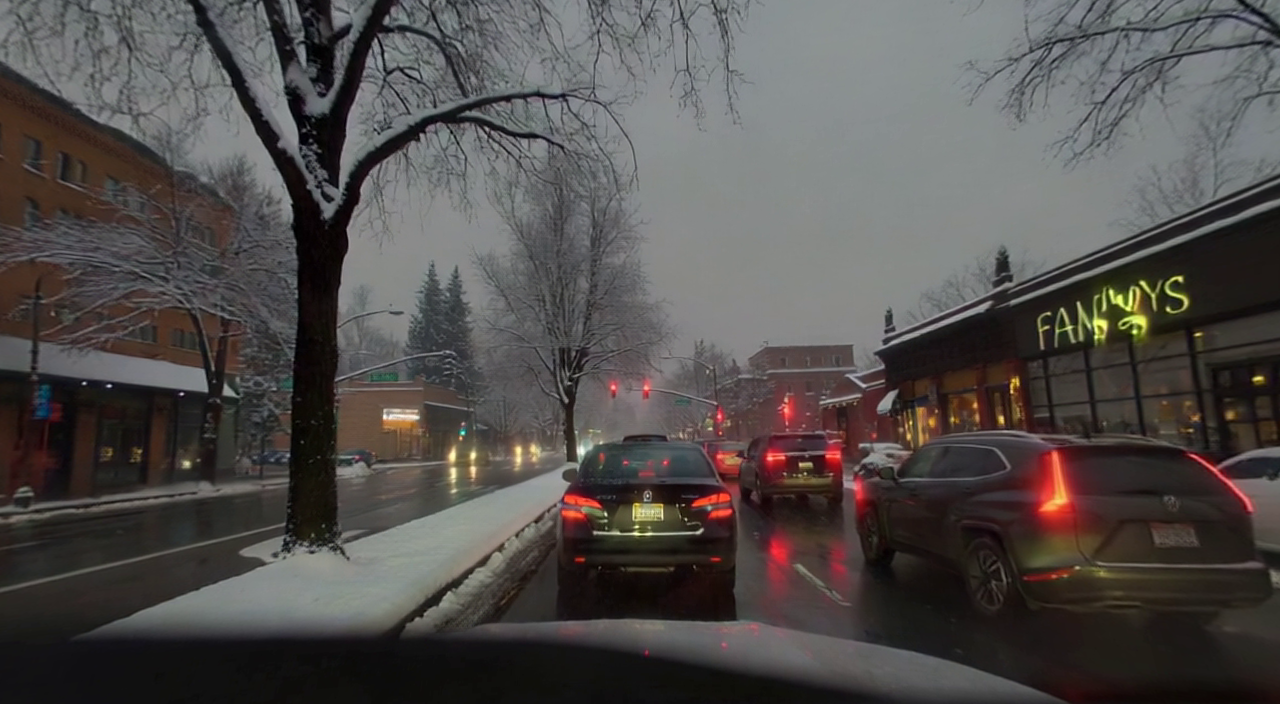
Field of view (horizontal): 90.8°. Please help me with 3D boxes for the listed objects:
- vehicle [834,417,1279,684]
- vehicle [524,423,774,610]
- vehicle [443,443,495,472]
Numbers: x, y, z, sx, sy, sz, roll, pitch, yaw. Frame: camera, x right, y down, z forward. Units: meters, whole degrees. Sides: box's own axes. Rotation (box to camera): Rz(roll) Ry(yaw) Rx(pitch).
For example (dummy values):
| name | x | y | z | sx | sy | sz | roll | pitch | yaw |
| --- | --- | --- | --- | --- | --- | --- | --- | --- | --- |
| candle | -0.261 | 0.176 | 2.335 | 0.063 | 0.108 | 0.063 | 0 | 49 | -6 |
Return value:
| name | x | y | z | sx | sy | sz | roll | pitch | yaw |
| --- | --- | --- | --- | --- | --- | --- | --- | --- | --- |
| vehicle | 3.397 | 1.429 | 5.698 | 1.988 | 1.480 | 4.195 | 0 | -9 | 1 |
| vehicle | 0.054 | 1.596 | 6.930 | 2.006 | 1.487 | 3.535 | 0 | -9 | -1 |
| vehicle | -11.159 | 6.882 | 41.547 | 2.042 | 1.749 | 4.629 | -1 | -9 | 1 |
